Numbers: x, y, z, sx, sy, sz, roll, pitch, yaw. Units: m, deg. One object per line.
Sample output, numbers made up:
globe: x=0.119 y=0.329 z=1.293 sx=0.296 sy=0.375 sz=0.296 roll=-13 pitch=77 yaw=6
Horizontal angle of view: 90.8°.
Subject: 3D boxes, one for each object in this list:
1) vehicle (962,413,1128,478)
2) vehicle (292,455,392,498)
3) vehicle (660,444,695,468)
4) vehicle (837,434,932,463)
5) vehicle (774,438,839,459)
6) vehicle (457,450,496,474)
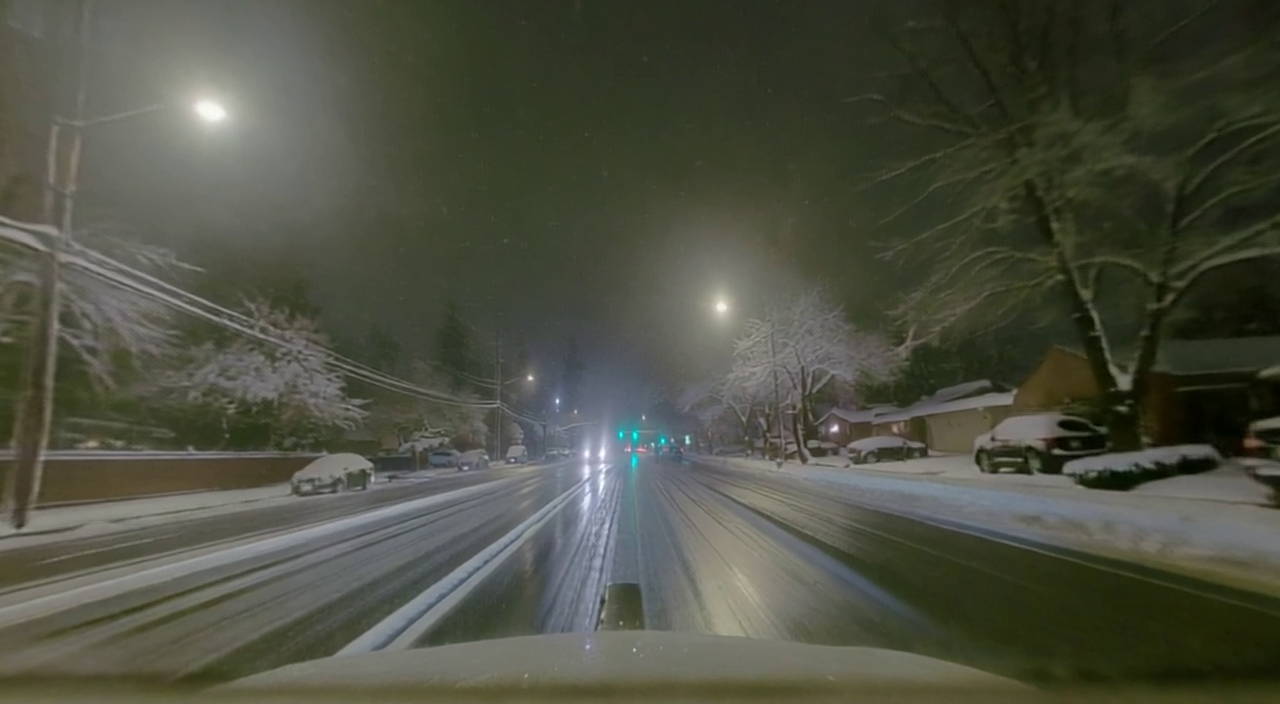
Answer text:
vehicle: x=11.970 y=2.827 z=19.147 sx=2.044 sy=1.716 sz=4.637 roll=0 pitch=-9 yaw=2
vehicle: x=-11.634 y=4.856 z=25.015 sx=1.851 sy=1.459 sz=4.295 roll=0 pitch=-9 yaw=0
vehicle: x=2.574 y=7.289 z=44.348 sx=1.983 sy=1.557 sz=4.078 roll=0 pitch=-9 yaw=-3
vehicle: x=12.812 y=5.068 z=33.218 sx=4.237 sy=1.476 sz=1.743 roll=0 pitch=-9 yaw=0
vehicle: x=12.140 y=7.066 z=46.232 sx=4.183 sy=1.516 sz=1.884 roll=0 pitch=-8 yaw=2
vehicle: x=-12.330 y=8.307 z=48.002 sx=1.822 sy=1.699 sz=4.791 roll=0 pitch=-9 yaw=-2
